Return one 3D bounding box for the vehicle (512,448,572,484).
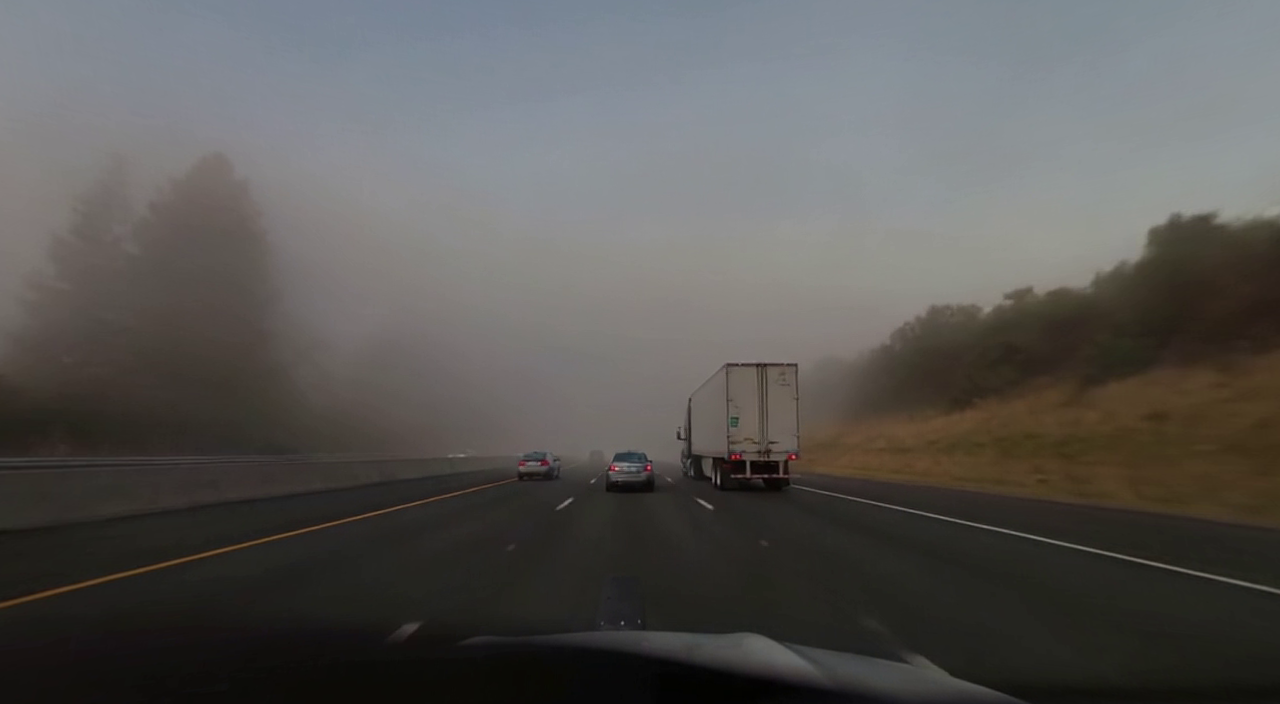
[{"bbox_3d":[-4.310,5.105,28.529,2.017,1.460,4.382,0,-9,0],"label":"vehicle"}]

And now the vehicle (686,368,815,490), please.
[{"bbox_3d":[4.248,3.683,28.445,2.905,4.109,14.332,0,-9,-1],"label":"vehicle"}]

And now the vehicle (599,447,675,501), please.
[{"bbox_3d":[-0.098,3.590,18.917,2.023,1.400,4.028,0,-9,-1],"label":"vehicle"}]
